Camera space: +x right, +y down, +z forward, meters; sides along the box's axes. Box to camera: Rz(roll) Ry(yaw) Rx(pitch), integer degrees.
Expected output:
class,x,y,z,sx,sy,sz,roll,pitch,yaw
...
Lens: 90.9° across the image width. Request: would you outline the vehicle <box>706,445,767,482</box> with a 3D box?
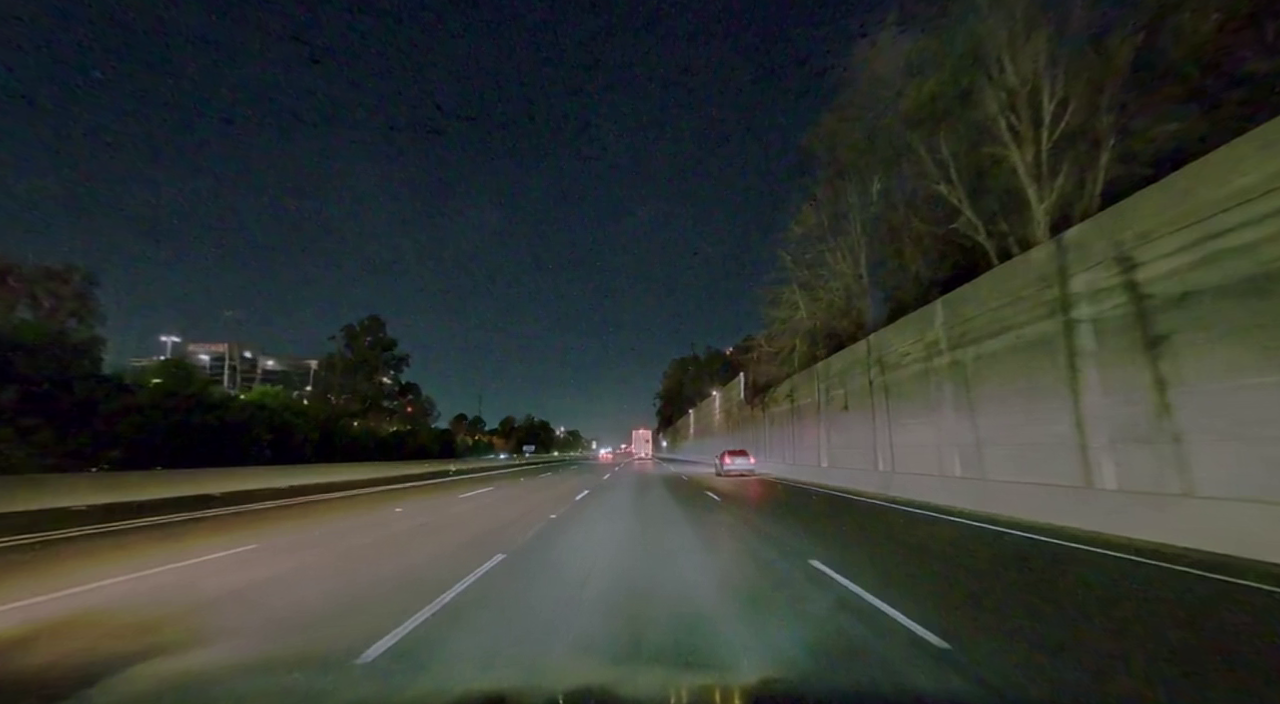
class,x,y,z,sx,sy,sz,roll,pitch,yaw
vehicle,4.281,5.017,28.680,1.973,1.536,4.337,0,-9,-1
